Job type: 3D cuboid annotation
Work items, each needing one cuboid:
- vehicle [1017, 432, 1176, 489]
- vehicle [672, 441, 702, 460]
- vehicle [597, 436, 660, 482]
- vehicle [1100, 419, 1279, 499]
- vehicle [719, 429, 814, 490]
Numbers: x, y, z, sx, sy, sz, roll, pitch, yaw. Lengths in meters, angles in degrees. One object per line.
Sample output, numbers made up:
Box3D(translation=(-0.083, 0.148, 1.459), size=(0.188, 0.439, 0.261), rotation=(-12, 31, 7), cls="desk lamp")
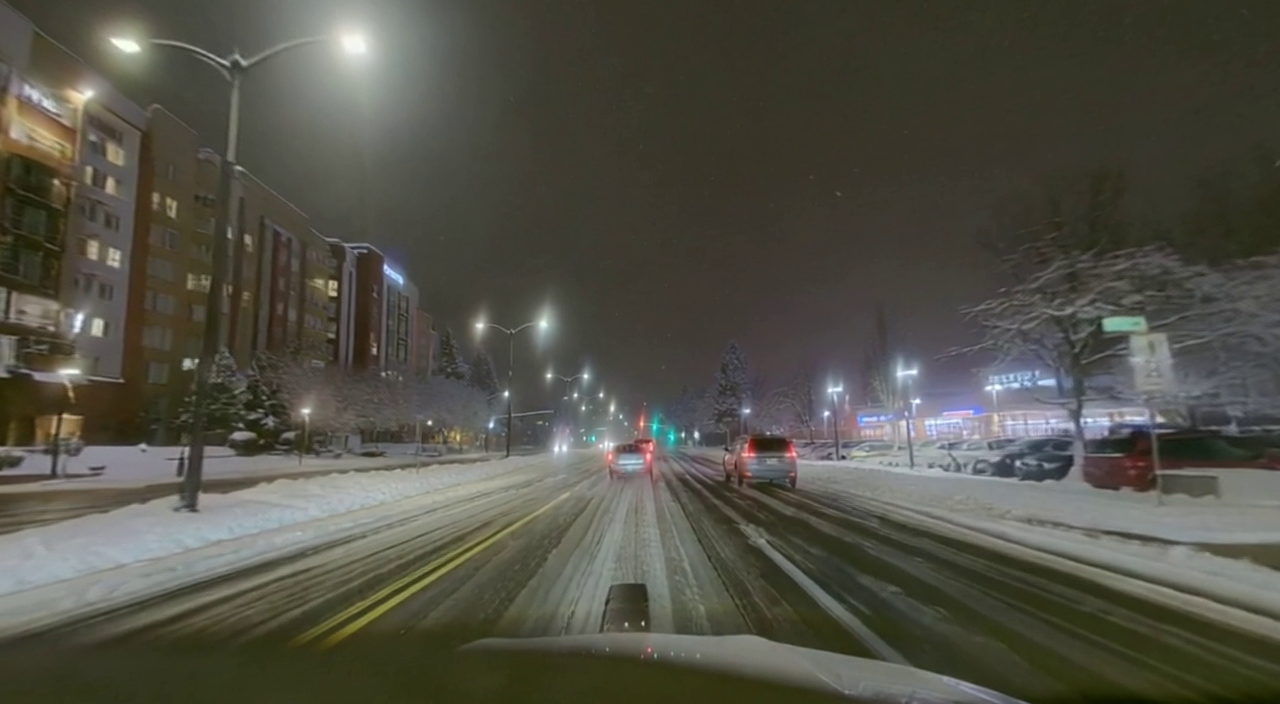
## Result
Box3D(translation=(13.492, 3.147, 18.614), size=(4.312, 1.485, 1.995), rotation=(4, -9, -28), cls="vehicle")
Box3D(translation=(3.672, 7.779, 49.939), size=(2.012, 1.462, 4.400), rotation=(0, -8, 0), cls="vehicle")
Box3D(translation=(-0.382, 3.814, 22.779), size=(2.059, 1.477, 3.988), rotation=(0, -8, 0), cls="vehicle")
Box3D(translation=(13.875, 2.628, 15.806), size=(4.367, 1.748, 2.007), rotation=(4, -10, -29), cls="vehicle")
Box3D(translation=(3.771, 3.282, 19.603), size=(2.007, 1.683, 4.171), rotation=(0, -8, -1), cls="vehicle")
